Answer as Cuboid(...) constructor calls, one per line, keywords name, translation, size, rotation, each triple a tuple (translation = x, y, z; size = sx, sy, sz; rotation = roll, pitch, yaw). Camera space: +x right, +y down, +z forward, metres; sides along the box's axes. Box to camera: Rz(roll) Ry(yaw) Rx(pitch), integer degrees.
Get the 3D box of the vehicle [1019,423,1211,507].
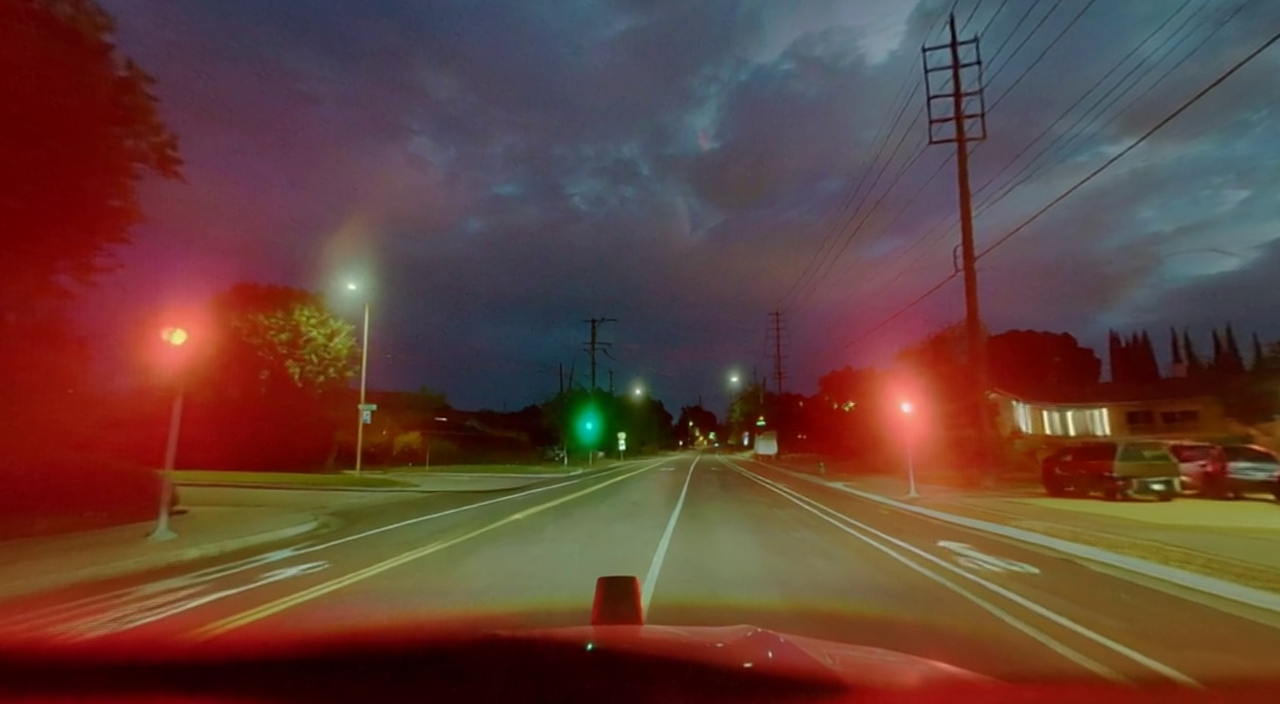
Cuboid(name="vehicle", translation=(12.713, 3.049, 17.350), size=(1.912, 1.953, 4.651), rotation=(0, -9, 5))
